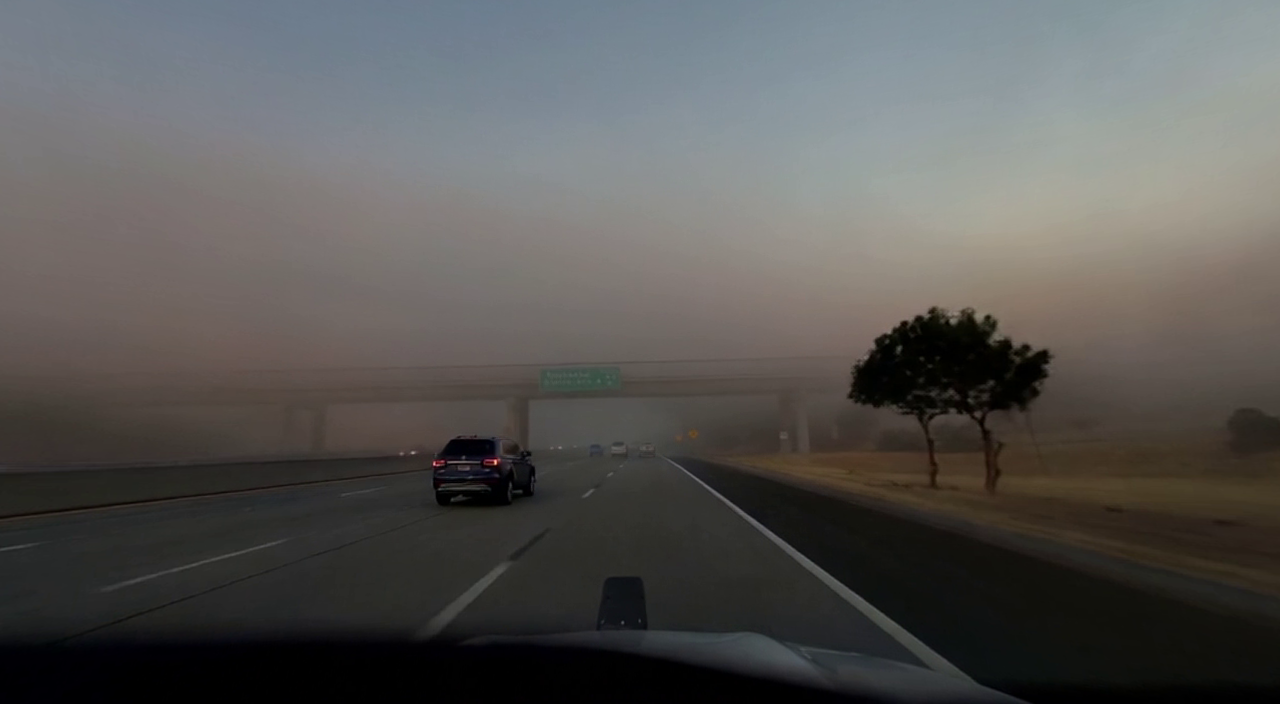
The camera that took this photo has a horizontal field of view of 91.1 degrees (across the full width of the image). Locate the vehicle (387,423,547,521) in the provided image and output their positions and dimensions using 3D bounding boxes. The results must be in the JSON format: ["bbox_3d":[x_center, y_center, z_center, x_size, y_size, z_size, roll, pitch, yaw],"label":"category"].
[{"bbox_3d":[-3.367,2.435,13.278,2.048,1.705,4.384,0,-8,1],"label":"vehicle"}]
